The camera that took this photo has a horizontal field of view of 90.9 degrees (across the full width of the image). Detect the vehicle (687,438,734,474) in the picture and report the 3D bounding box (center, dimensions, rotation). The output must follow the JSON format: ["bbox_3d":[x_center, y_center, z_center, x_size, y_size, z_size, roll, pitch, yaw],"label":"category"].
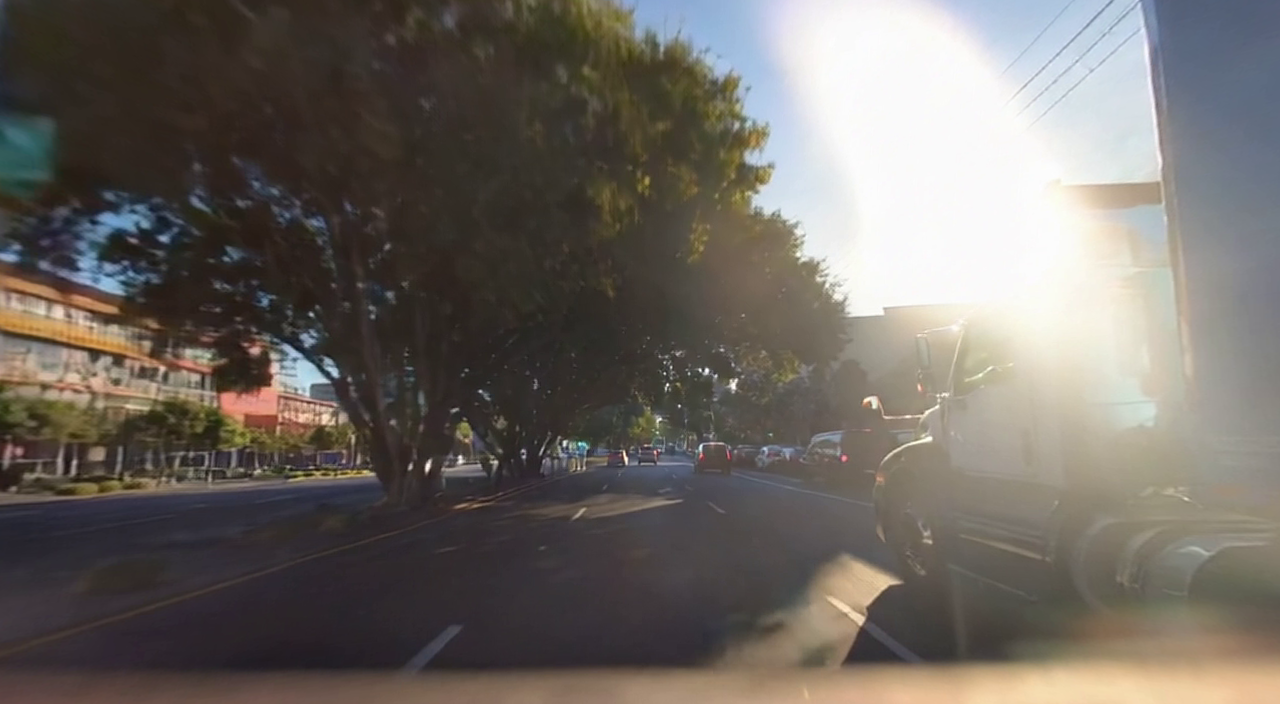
[{"bbox_3d":[4.027,6.087,36.972,2.196,1.908,4.412,0,-9,0],"label":"vehicle"}]

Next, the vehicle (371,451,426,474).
[{"bbox_3d":[-16.969,7.777,44.520,2.017,1.503,4.638,0,-9,0],"label":"vehicle"}]

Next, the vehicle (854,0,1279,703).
[{"bbox_3d":[3.719,-0.225,2.399,3.006,3.679,8.506,-1,-9,2],"label":"vehicle"}]

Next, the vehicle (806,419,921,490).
[{"bbox_3d":[8.026,3.770,23.252,2.539,2.328,4.769,-1,-9,2],"label":"vehicle"}]
